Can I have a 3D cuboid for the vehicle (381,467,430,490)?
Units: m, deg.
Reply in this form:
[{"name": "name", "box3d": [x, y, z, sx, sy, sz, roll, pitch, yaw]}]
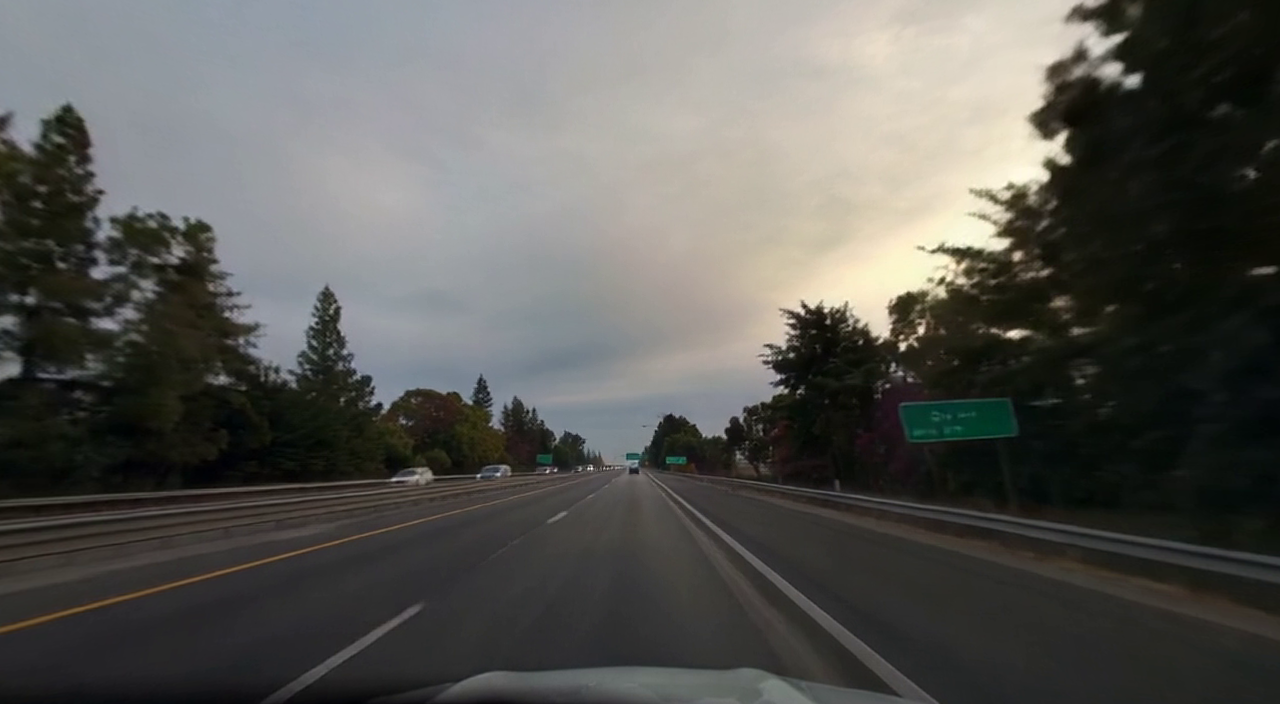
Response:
[{"name": "vehicle", "box3d": [-16.887, 9.144, 45.557, 1.867, 1.516, 4.304, 0, -11, 1]}]
